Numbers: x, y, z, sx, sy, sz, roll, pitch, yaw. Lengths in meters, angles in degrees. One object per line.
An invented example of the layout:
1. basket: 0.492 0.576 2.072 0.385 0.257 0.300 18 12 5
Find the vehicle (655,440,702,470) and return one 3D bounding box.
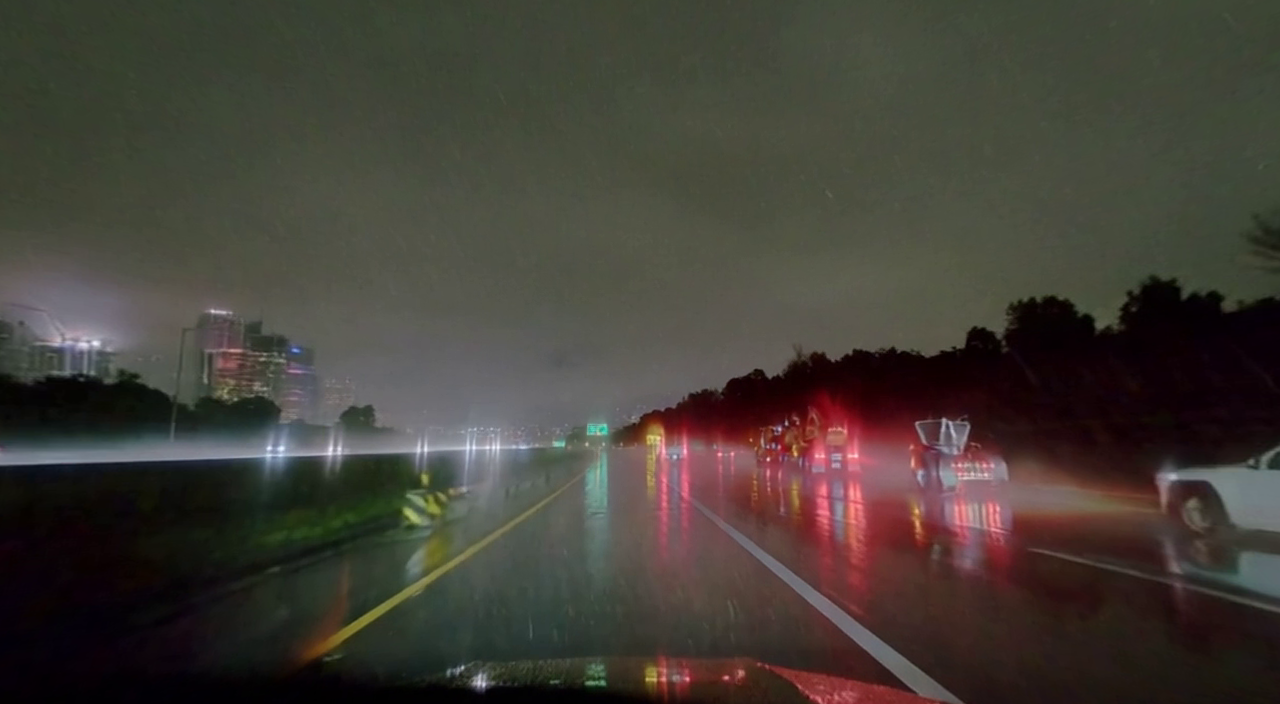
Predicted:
1. vehicle: 2.289 6.280 38.800 2.305 1.729 4.526 0 -8 -3

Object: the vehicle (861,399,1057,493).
1. vehicle: 10.300 3.186 21.498 2.873 2.663 6.922 0 -8 -1

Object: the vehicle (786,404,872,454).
1. vehicle: 12.999 5.479 44.211 3.476 3.195 6.407 1 -8 -5

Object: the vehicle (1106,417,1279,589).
1. vehicle: 6.781 1.308 5.349 2.106 1.519 4.560 0 -8 -1
